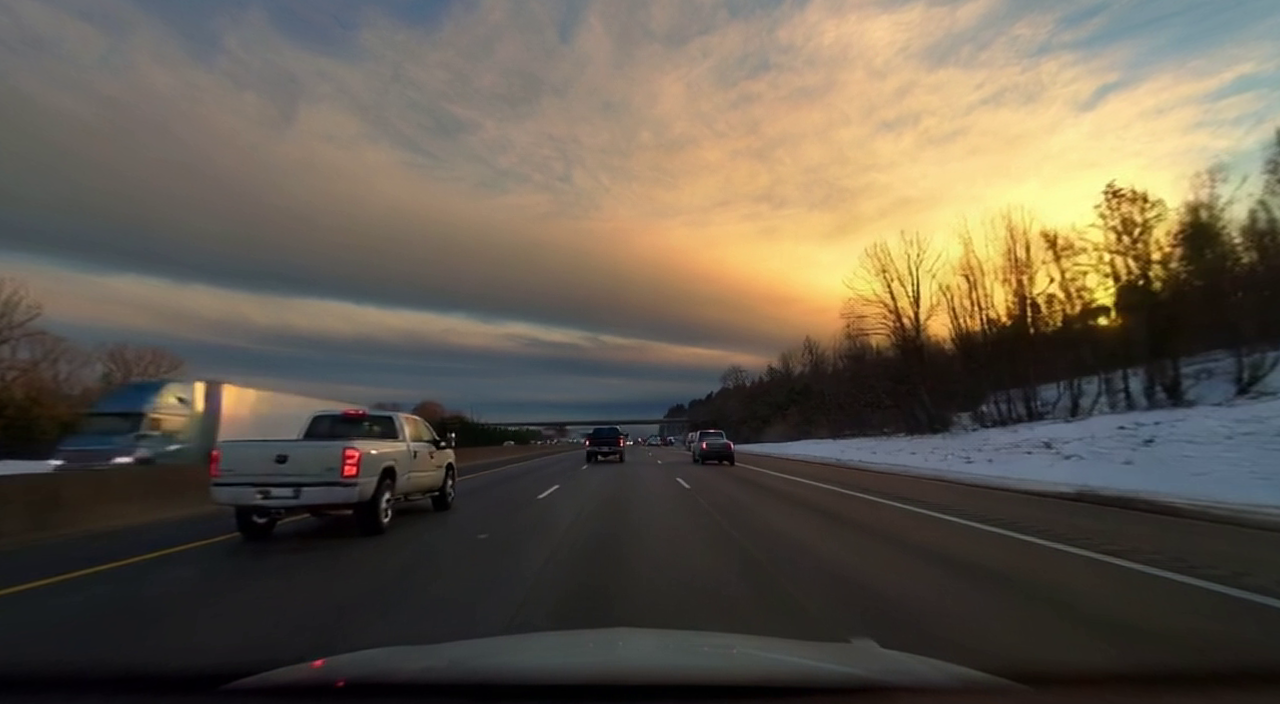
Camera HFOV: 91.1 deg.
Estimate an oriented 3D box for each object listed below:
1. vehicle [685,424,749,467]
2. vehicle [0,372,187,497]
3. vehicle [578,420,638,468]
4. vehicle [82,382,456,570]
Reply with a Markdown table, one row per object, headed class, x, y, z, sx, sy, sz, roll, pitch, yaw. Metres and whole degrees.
| class | x | y | z | sx | sy | sz | roll | pitch | yaw |
| --- | --- | --- | --- | --- | --- | --- | --- | --- | --- |
| vehicle | 3.284 | 4.071 | 27.602 | 2.124 | 1.696 | 4.173 | 0 | -8 | -2 |
| vehicle | -19.685 | 2.926 | 22.453 | 2.935 | 3.893 | 5.232 | 1 | -8 | -1 |
| vehicle | -1.194 | 3.695 | 25.468 | 2.185 | 1.772 | 4.656 | 0 | -8 | 0 |
| vehicle | -3.974 | 1.404 | 7.899 | 1.997 | 1.663 | 4.451 | 0 | -8 | 0 |
